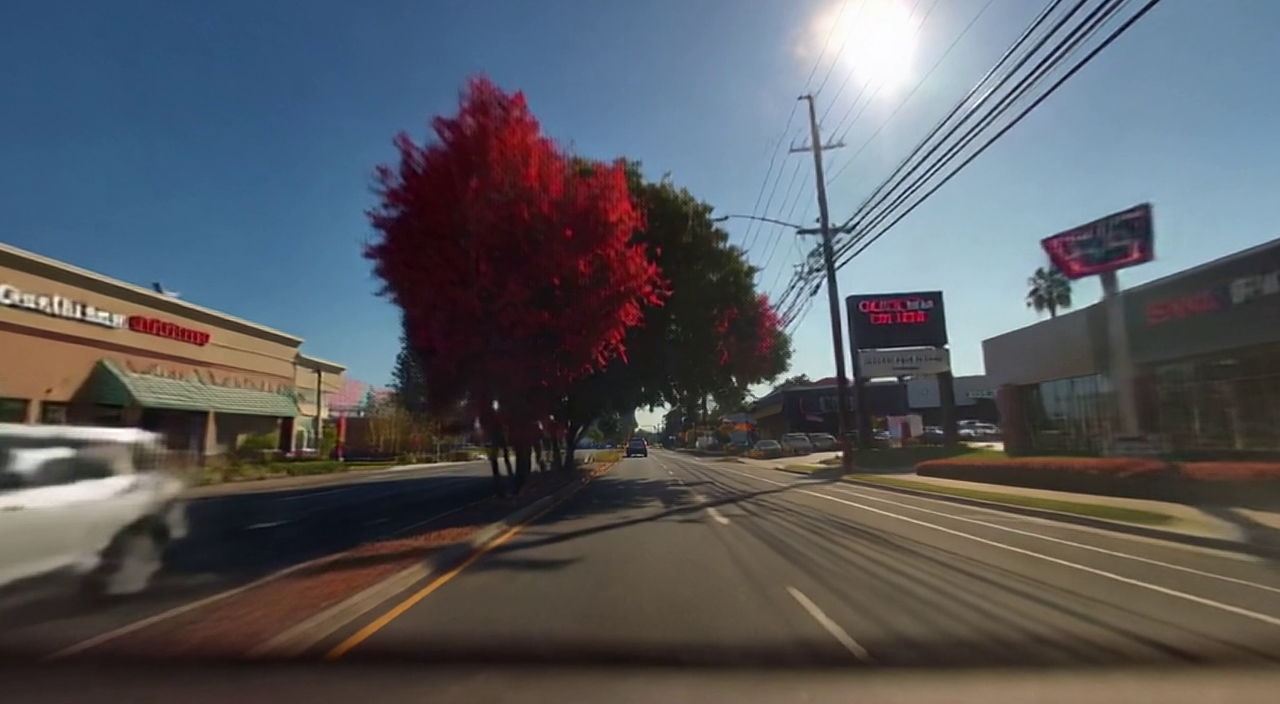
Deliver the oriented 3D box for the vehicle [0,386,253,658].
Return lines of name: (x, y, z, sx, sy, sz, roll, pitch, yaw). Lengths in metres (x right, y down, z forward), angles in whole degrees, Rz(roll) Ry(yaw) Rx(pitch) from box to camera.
vehicle: (-4.996, 1.142, 4.311, 1.993, 1.680, 4.386, -2, -8, -1)
